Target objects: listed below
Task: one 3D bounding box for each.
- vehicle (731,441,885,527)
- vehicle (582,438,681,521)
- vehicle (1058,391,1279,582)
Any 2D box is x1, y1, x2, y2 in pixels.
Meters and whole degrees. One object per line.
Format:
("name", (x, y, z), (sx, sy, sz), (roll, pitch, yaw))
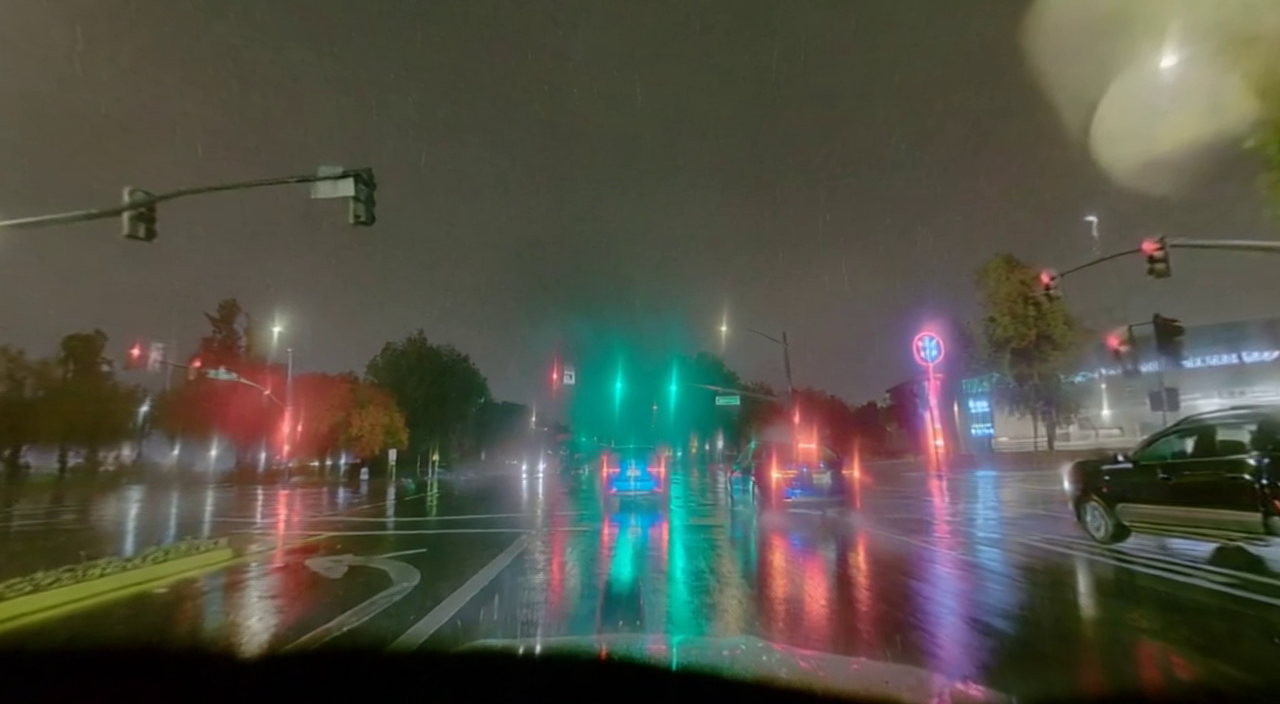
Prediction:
("vehicle", (3.427, 2.780, 13.970), (1.955, 1.550, 4.587), (0, -8, -3))
("vehicle", (-0.246, 2.892, 14.900), (2.037, 1.674, 3.693), (0, -8, -2))
("vehicle", (7.629, 1.422, 6.820), (2.240, 1.923, 5.678), (0, -8, -1))
